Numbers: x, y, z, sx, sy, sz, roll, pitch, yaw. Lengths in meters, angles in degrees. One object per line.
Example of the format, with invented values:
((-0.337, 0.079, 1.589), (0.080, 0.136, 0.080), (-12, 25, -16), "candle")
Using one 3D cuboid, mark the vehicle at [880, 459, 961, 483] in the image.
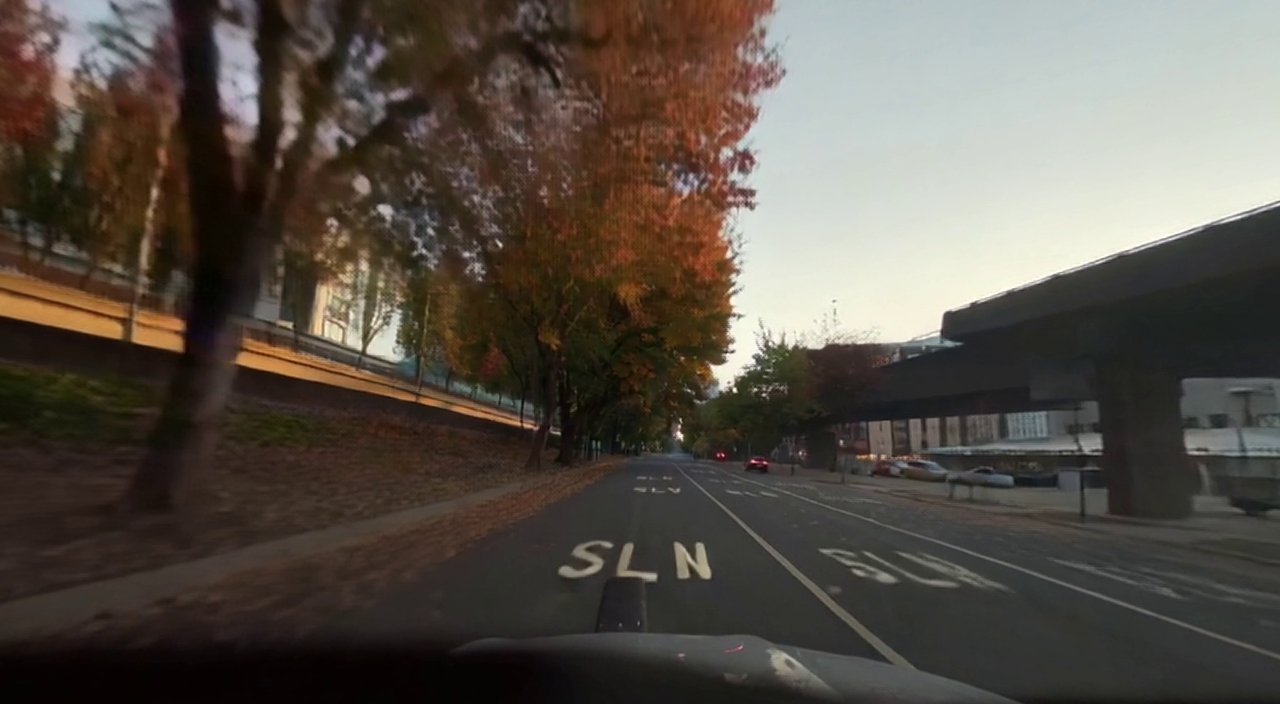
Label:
((19.844, 8.428, 44.754), (4.635, 1.552, 2.334), (1, -9, 1), "vehicle")
